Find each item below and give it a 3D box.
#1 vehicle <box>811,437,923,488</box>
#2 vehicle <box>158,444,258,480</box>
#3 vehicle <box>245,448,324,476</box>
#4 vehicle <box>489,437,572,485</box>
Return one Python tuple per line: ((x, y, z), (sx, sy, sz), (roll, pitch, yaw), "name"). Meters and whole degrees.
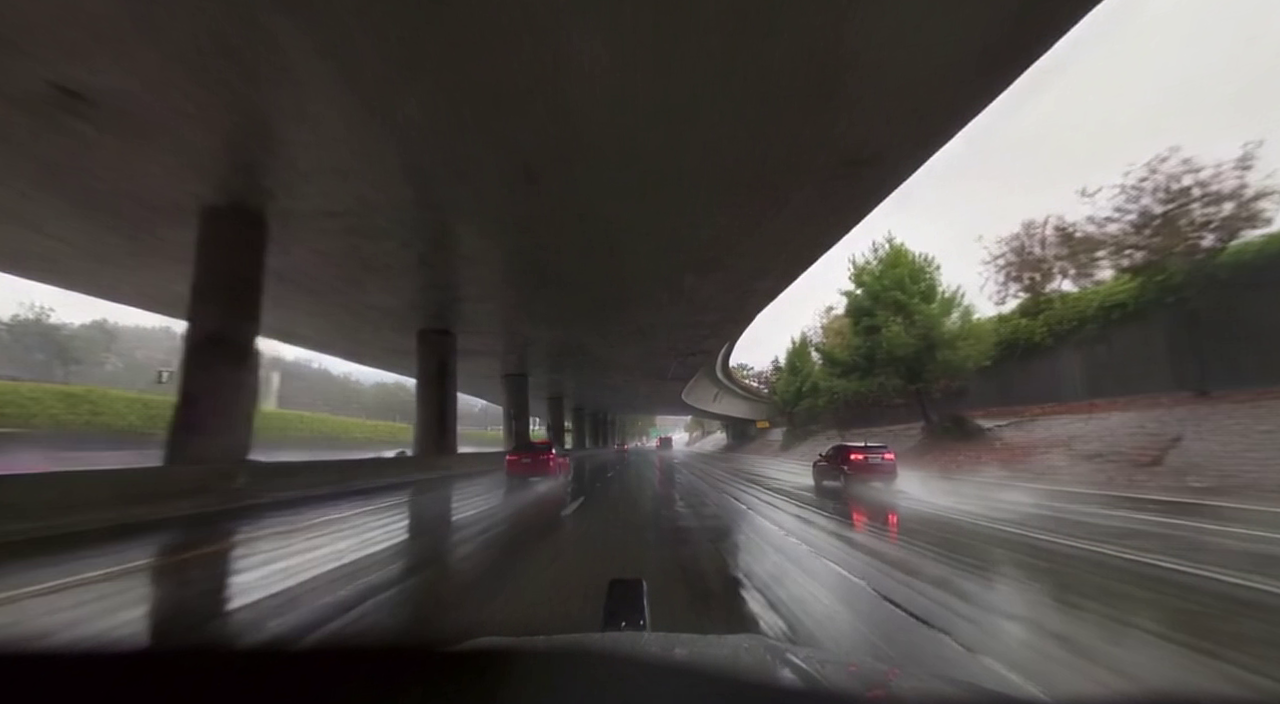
((7.255, 3.571, 20.724), (1.914, 1.465, 4.574), (0, -8, -1), "vehicle")
((-24.484, 6.224, 36.059), (1.997, 1.847, 5.313), (0, -8, 0), "vehicle")
((-20.750, 6.435, 37.052), (1.891, 1.489, 4.682), (0, -8, 0), "vehicle")
((-3.840, 3.924, 23.008), (2.085, 1.533, 4.861), (0, -8, 1), "vehicle")
